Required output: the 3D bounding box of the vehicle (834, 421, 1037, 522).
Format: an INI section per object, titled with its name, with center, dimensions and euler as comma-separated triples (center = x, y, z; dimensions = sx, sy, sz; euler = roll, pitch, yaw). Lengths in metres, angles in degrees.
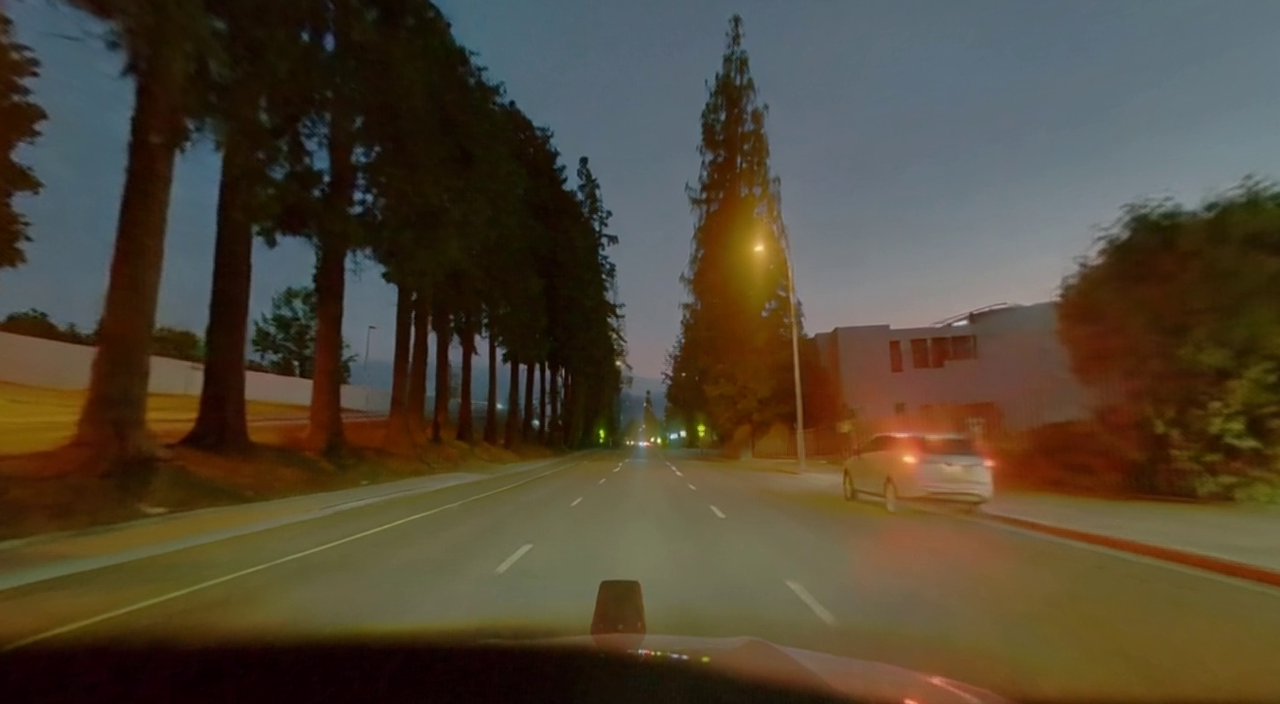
[vehicle]
center = 6.062, 2.507, 13.858
dimensions = 2.177, 1.788, 5.106
euler = 0, -8, 3
